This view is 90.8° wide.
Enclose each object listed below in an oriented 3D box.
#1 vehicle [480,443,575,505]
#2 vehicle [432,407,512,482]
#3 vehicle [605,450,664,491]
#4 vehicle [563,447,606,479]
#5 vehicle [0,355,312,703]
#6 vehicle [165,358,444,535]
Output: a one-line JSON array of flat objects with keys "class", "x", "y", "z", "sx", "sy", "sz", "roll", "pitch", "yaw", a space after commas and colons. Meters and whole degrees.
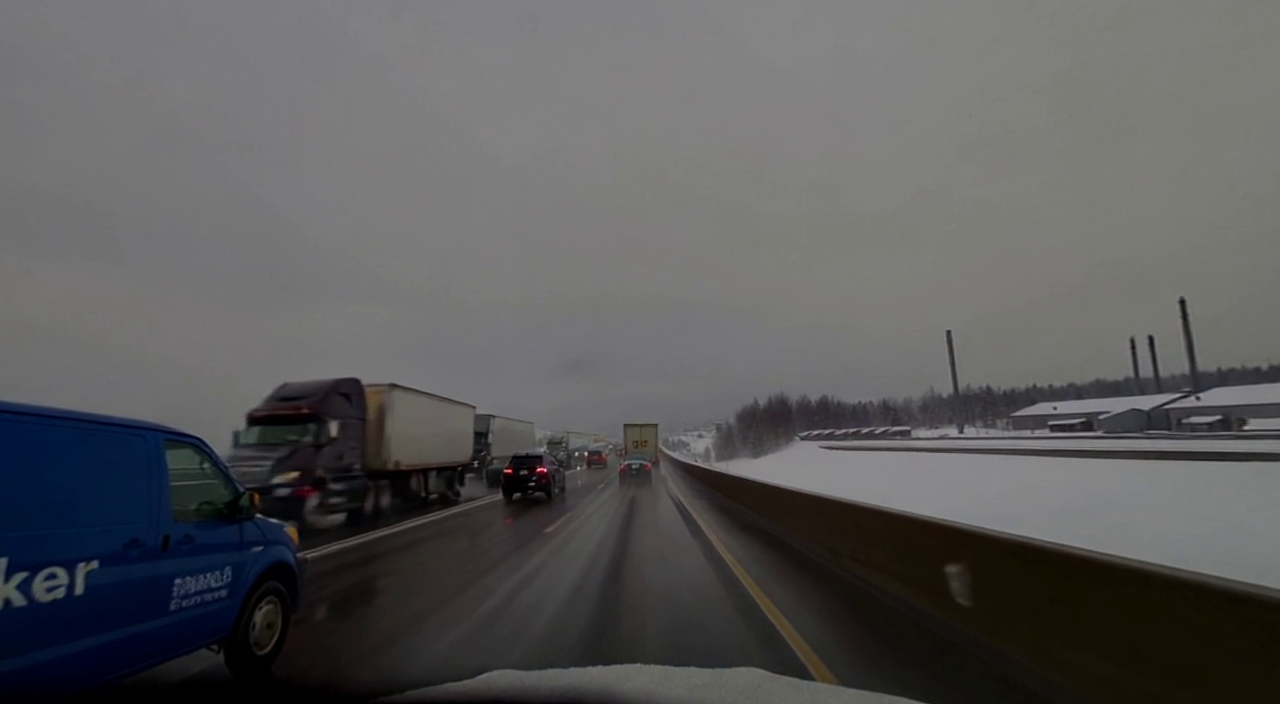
[{"class": "vehicle", "x": -3.151, "y": 3.501, "z": 18.559, "sx": 1.937, "sy": 1.600, "sz": 4.141, "roll": 0, "pitch": -9, "yaw": 1}, {"class": "vehicle", "x": -9.679, "y": 5.451, "z": 37.075, "sx": 3.024, "sy": 4.011, "sz": 5.853, "roll": 0, "pitch": -9, "yaw": 0}, {"class": "vehicle", "x": -0.195, "y": 4.488, "z": 24.241, "sx": 2.095, "sy": 1.393, "sz": 3.908, "roll": 0, "pitch": -9, "yaw": 0}, {"class": "vehicle", "x": -3.023, "y": 6.170, "z": 35.243, "sx": 1.994, "sy": 1.663, "sz": 4.047, "roll": 0, "pitch": -9, "yaw": 1}, {"class": "vehicle", "x": -3.107, "y": 0.789, "z": 1.521, "sx": 2.117, "sy": 1.688, "sz": 4.582, "roll": 0, "pitch": -9, "yaw": 1}, {"class": "vehicle", "x": -6.888, "y": 2.117, "z": 14.376, "sx": 2.633, "sy": 3.064, "sz": 6.542, "roll": -1, "pitch": -8, "yaw": 1}]
